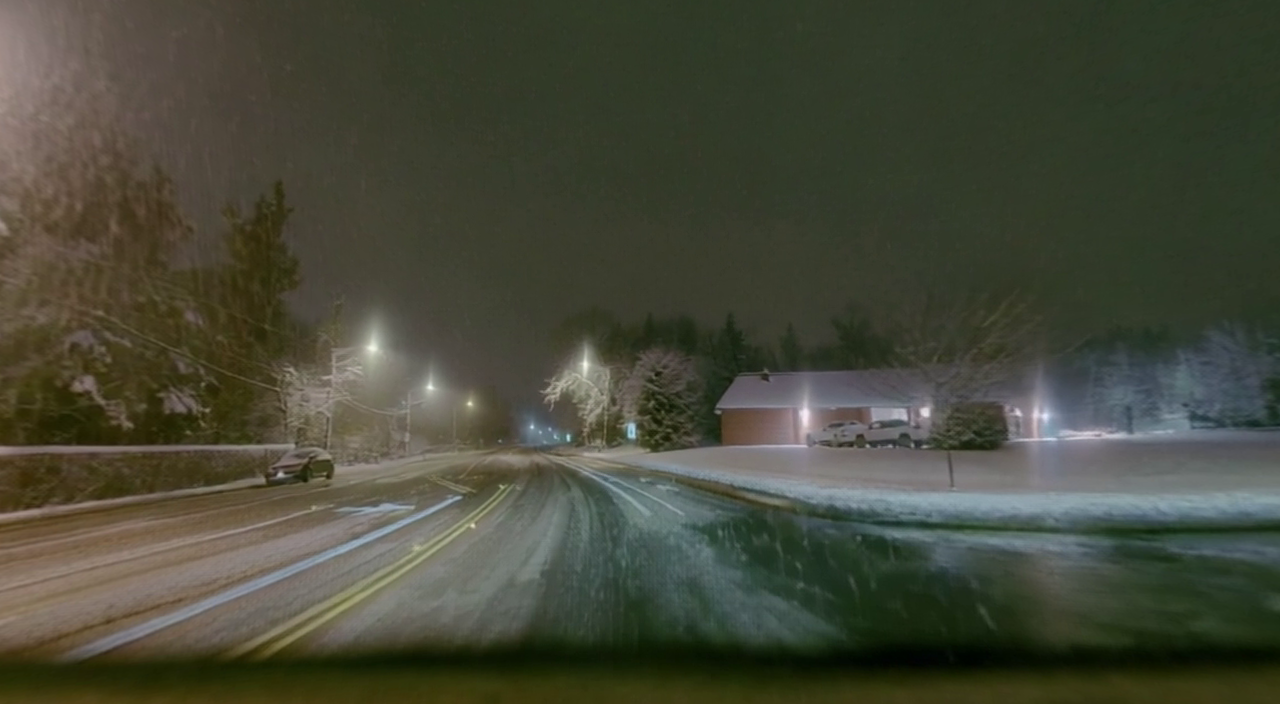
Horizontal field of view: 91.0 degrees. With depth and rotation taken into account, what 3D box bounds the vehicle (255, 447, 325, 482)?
[{"bbox_3d":[-18.121,5.836,32.817,1.952,1.632,4.200,1,-10,-11],"label":"vehicle"}]
